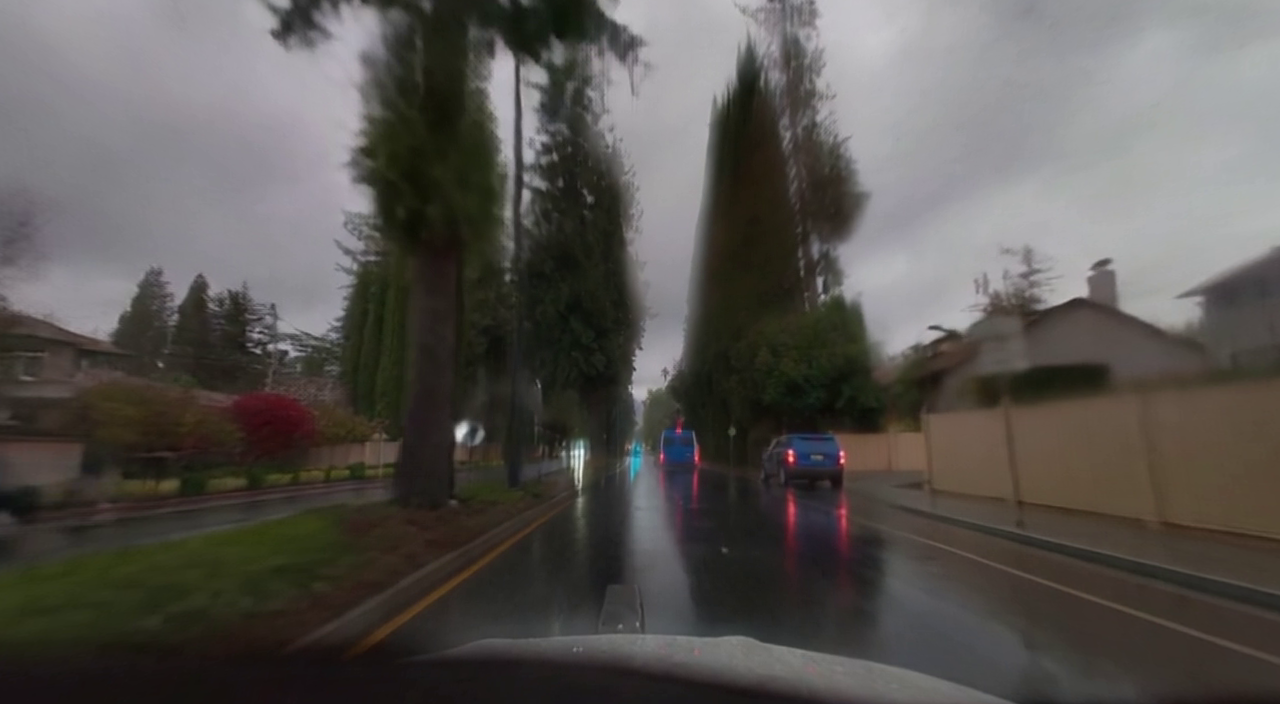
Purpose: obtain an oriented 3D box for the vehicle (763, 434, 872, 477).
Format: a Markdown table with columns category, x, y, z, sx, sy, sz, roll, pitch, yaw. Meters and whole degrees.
| category | x | y | z | sx | sy | sz | roll | pitch | yaw |
| --- | --- | --- | --- | --- | --- | --- | --- | --- | --- |
| vehicle | 9.208 | 5.424 | 33.262 | 4.990 | 2.142 | 2.488 | 0 | -9 | 1 |
